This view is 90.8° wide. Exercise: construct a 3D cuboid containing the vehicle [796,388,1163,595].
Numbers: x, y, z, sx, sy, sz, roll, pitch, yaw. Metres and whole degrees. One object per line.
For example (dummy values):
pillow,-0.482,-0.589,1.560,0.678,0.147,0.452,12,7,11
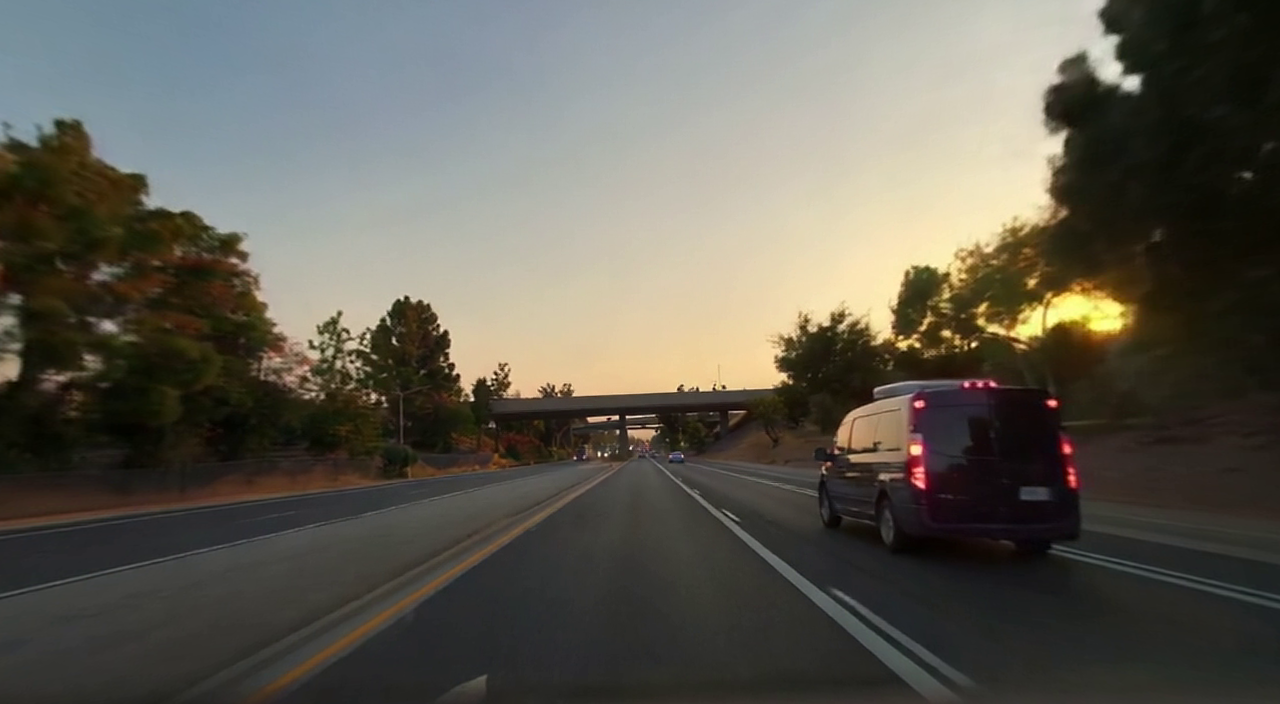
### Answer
vehicle,3.978,1.773,8.900,2.152,1.998,5.380,0,-9,0
